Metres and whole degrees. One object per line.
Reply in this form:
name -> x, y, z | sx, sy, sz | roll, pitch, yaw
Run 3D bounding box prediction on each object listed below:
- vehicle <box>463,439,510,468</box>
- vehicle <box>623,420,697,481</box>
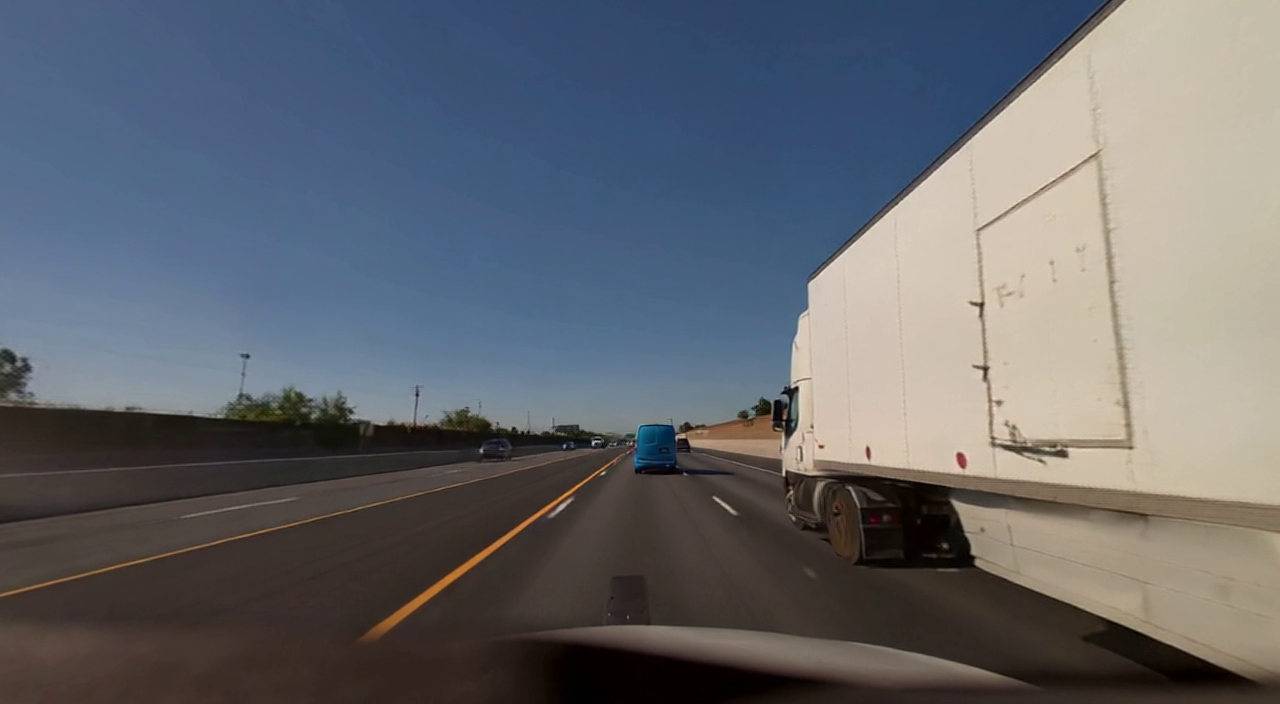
vehicle -> -10.483, 6.936, 43.259 | 2.023, 1.876, 4.204 | 0, -8, 2
vehicle -> 0.729, 3.619, 23.403 | 2.469, 2.027, 4.554 | 0, -8, 2
